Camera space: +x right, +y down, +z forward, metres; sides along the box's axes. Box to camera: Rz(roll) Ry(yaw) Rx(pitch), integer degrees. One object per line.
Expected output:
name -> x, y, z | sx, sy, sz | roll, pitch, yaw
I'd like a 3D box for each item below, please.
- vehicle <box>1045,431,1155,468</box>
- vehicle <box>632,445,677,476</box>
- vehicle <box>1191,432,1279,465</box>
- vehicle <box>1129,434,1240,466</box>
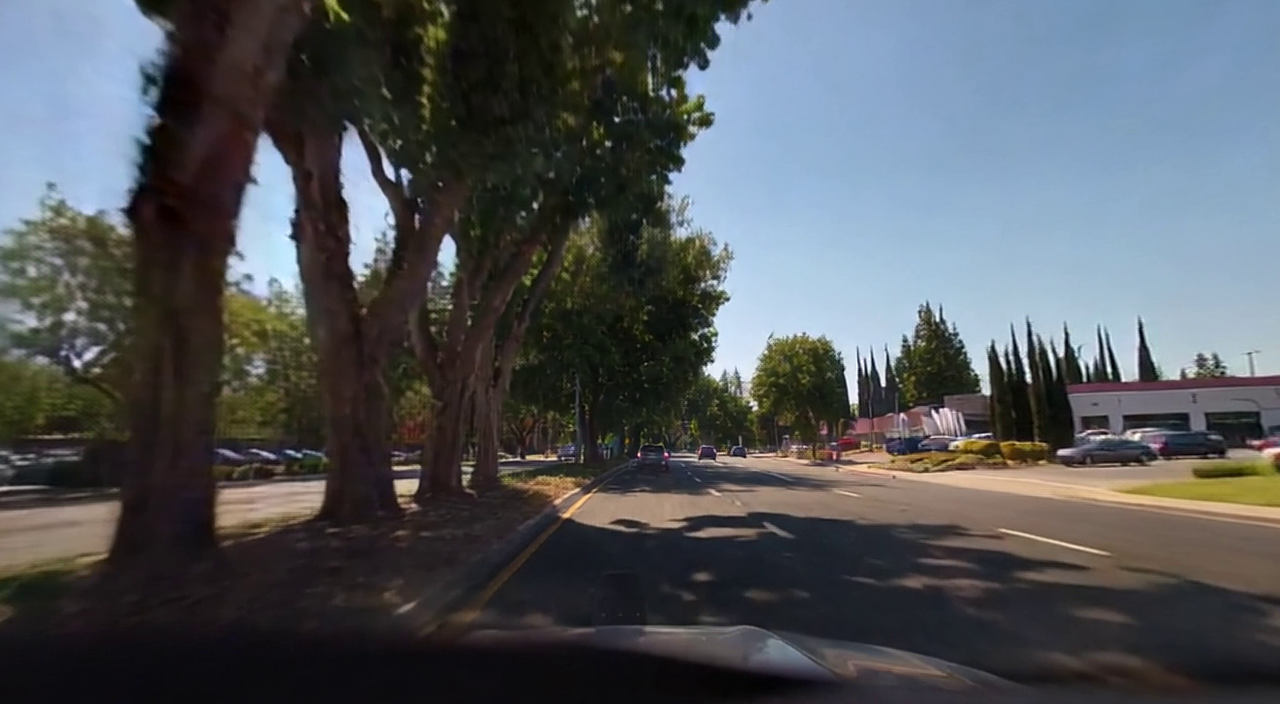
vehicle -> 22.190, 4.703, 30.699 | 1.864, 1.655, 4.179 | 1, -8, -6
vehicle -> 0.757, 5.410, 31.732 | 2.095, 1.456, 3.873 | -1, -8, 2
vehicle -> 29.925, 4.750, 31.142 | 1.799, 1.506, 3.944 | 0, -9, -3
vehicle -> 27.116, 4.903, 31.635 | 1.844, 1.481, 3.904 | 1, -8, -6
